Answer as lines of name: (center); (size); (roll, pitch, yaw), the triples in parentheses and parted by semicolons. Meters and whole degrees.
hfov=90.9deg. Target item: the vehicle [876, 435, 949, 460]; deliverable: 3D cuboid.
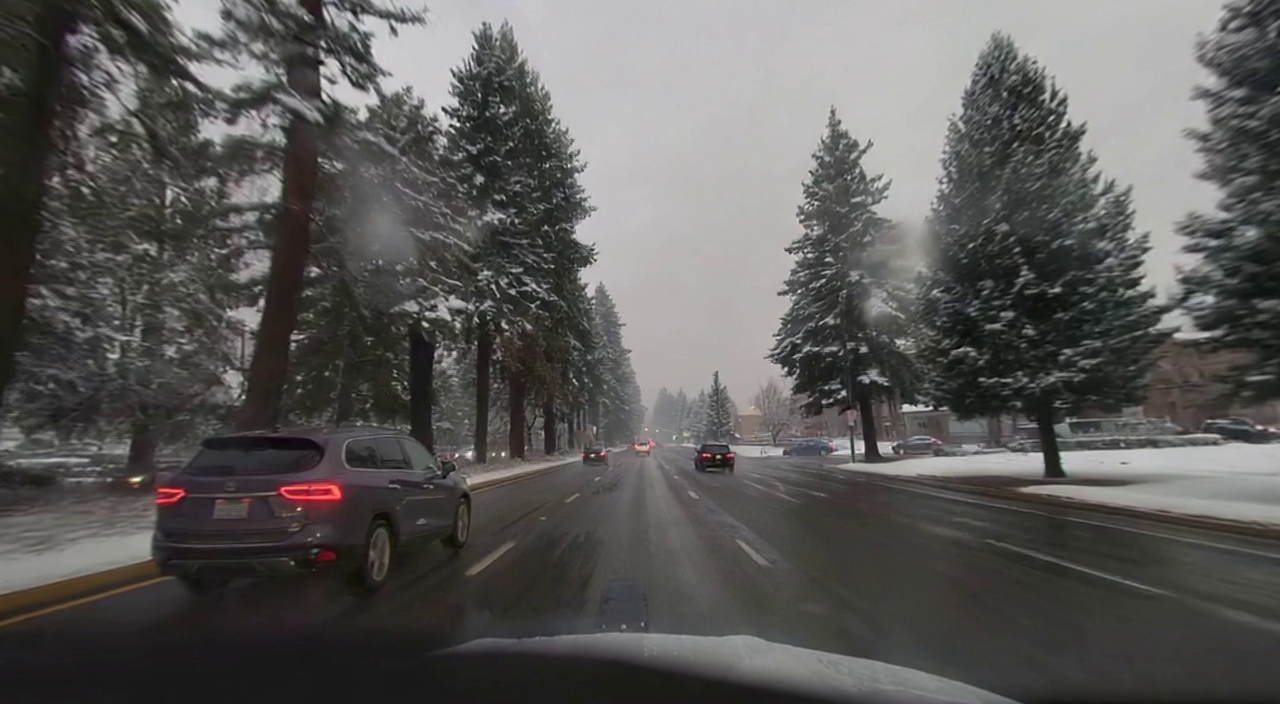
vehicle: (21.206, 7.464, 49.249); (4.691, 1.626, 1.989); (-3, -9, 4)

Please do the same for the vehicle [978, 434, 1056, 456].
vehicle: (29.320, 7.259, 49.075); (4.759, 1.666, 1.941); (0, -8, 0)

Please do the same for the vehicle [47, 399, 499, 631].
vehicle: (-3.168, 1.507, 6.887); (2.121, 1.656, 4.559); (0, -8, 1)

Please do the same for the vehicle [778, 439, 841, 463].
vehicle: (13.247, 7.779, 49.460); (4.515, 1.599, 1.968); (-4, -9, 10)

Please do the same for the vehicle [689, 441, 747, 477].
vehicle: (3.505, 4.900, 29.211); (2.087, 1.506, 4.276); (0, -8, 0)
